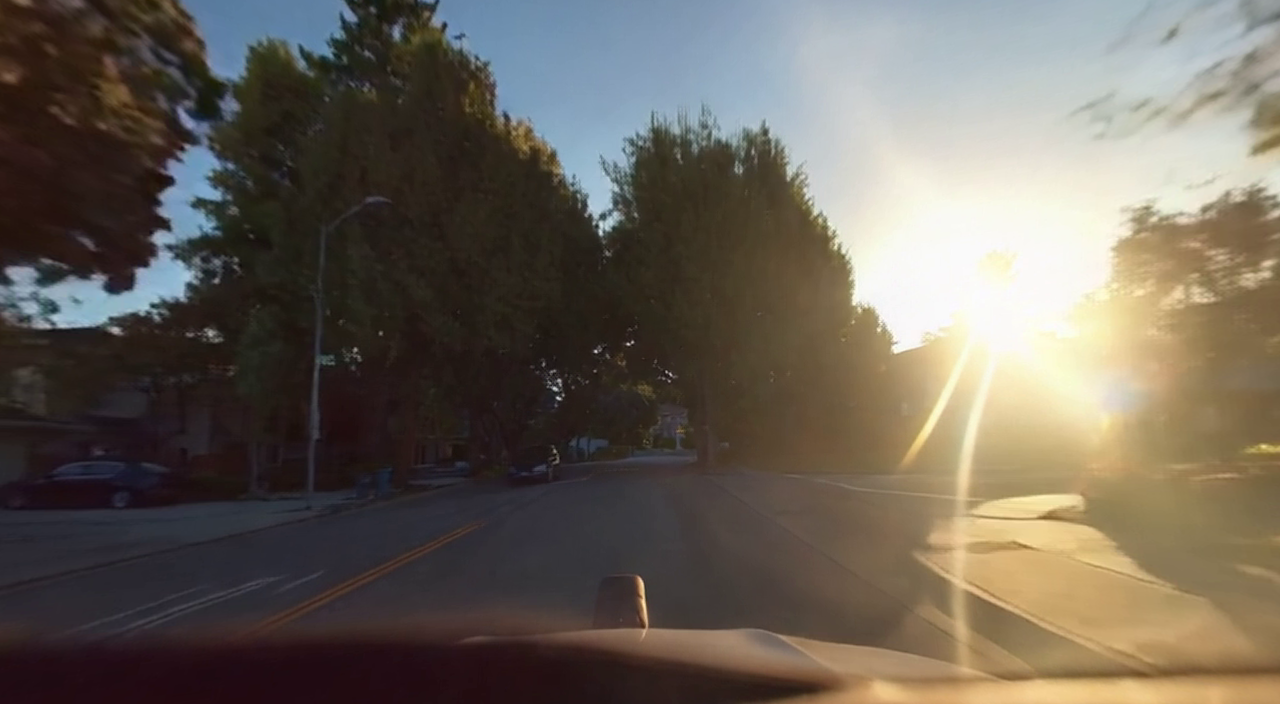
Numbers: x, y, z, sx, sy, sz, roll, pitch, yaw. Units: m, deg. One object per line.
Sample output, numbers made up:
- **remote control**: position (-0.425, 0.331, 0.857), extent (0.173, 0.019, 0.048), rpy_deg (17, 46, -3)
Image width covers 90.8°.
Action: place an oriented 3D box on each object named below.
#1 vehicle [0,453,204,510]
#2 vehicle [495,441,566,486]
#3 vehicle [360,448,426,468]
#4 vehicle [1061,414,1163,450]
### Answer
- **vehicle**: position (-15.360, 3.655, 18.042), extent (4.370, 1.482, 1.926), rpy_deg (0, -9, 2)
- **vehicle**: position (-4.385, 4.521, 25.975), extent (2.025, 1.660, 4.151), rpy_deg (0, -9, 2)
- **vehicle**: position (-18.853, 8.098, 48.456), extent (4.373, 1.464, 1.917), rpy_deg (1, -9, -10)
- **vehicle**: position (23.108, 3.990, 31.151), extent (1.875, 1.609, 4.322), rpy_deg (-1, -9, 4)
